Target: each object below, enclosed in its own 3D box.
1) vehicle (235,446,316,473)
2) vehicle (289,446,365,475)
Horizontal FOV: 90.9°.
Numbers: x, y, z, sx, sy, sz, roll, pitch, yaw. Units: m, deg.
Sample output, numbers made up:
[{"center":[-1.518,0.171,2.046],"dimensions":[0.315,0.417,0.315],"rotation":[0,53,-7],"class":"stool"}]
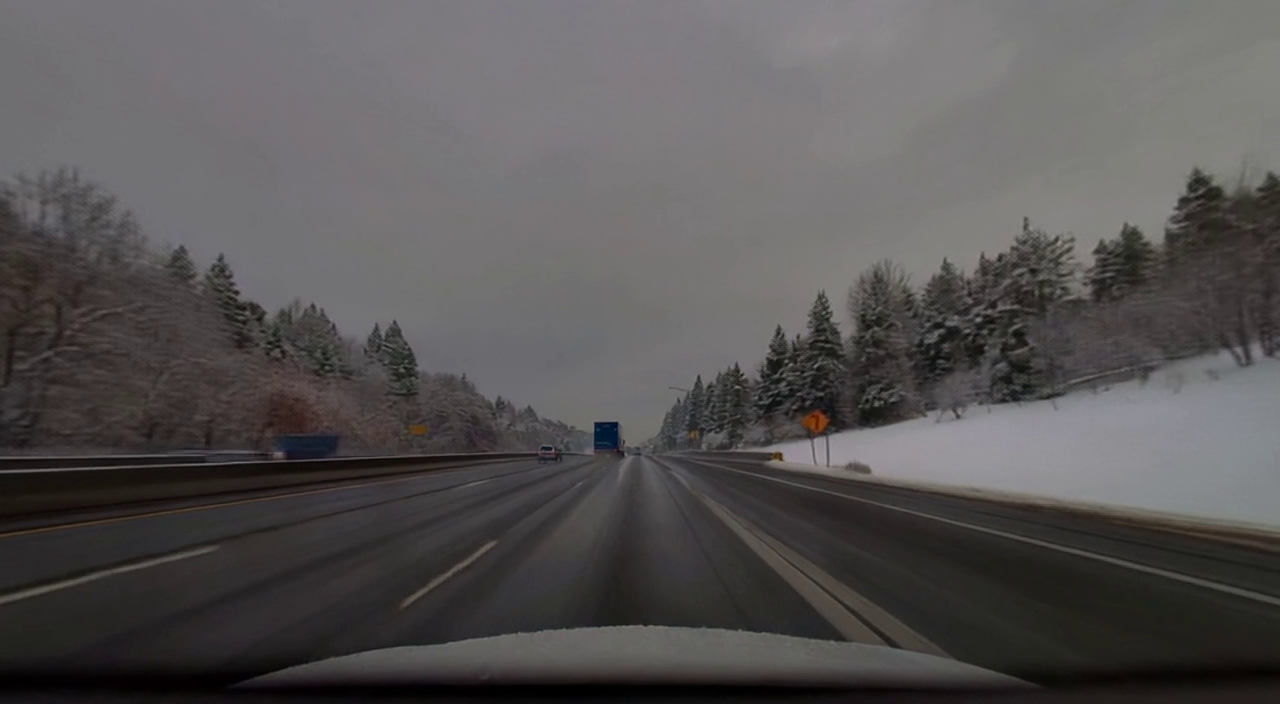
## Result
[{"center":[-25.112,7.392,43.766],"dimensions":[2.211,1.716,5.927],"rotation":[0,-8,-2],"class":"vehicle"},{"center":[-17.580,6.085,35.686],"dimensions":[1.920,1.472,4.734],"rotation":[0,-8,0],"class":"vehicle"}]
